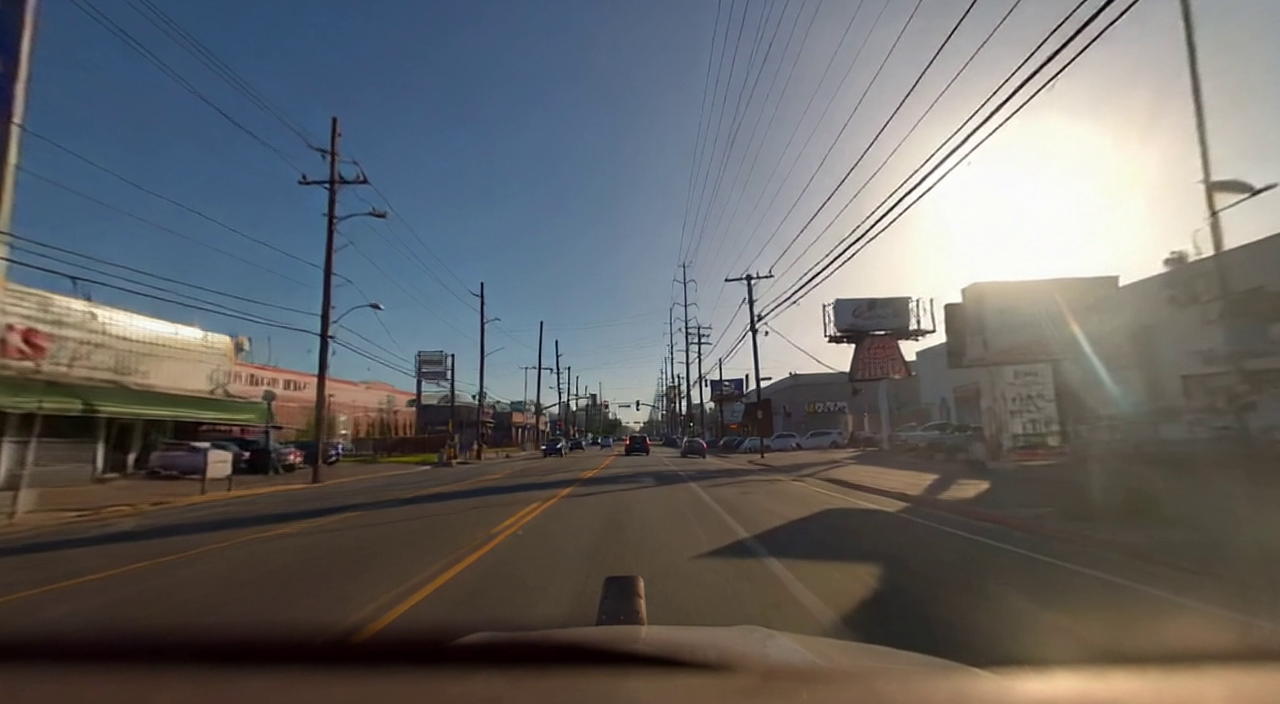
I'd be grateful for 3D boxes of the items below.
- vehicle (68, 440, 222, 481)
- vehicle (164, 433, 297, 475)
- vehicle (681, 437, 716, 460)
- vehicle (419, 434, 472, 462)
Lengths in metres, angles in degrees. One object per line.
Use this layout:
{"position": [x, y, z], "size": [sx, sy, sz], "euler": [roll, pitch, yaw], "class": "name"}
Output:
{"position": [-18.985, 4.169, 24.366], "size": [4.323, 1.482, 1.972], "euler": [-1, -9, 3], "class": "vehicle"}
{"position": [-18.360, 4.575, 28.516], "size": [4.455, 1.772, 2.048], "euler": [0, -8, -3], "class": "vehicle"}
{"position": [3.994, 6.660, 43.708], "size": [1.926, 1.482, 4.442], "euler": [0, -8, -1], "class": "vehicle"}
{"position": [-13.777, 6.807, 44.959], "size": [2.044, 1.830, 4.800], "euler": [-1, -8, 3], "class": "vehicle"}
